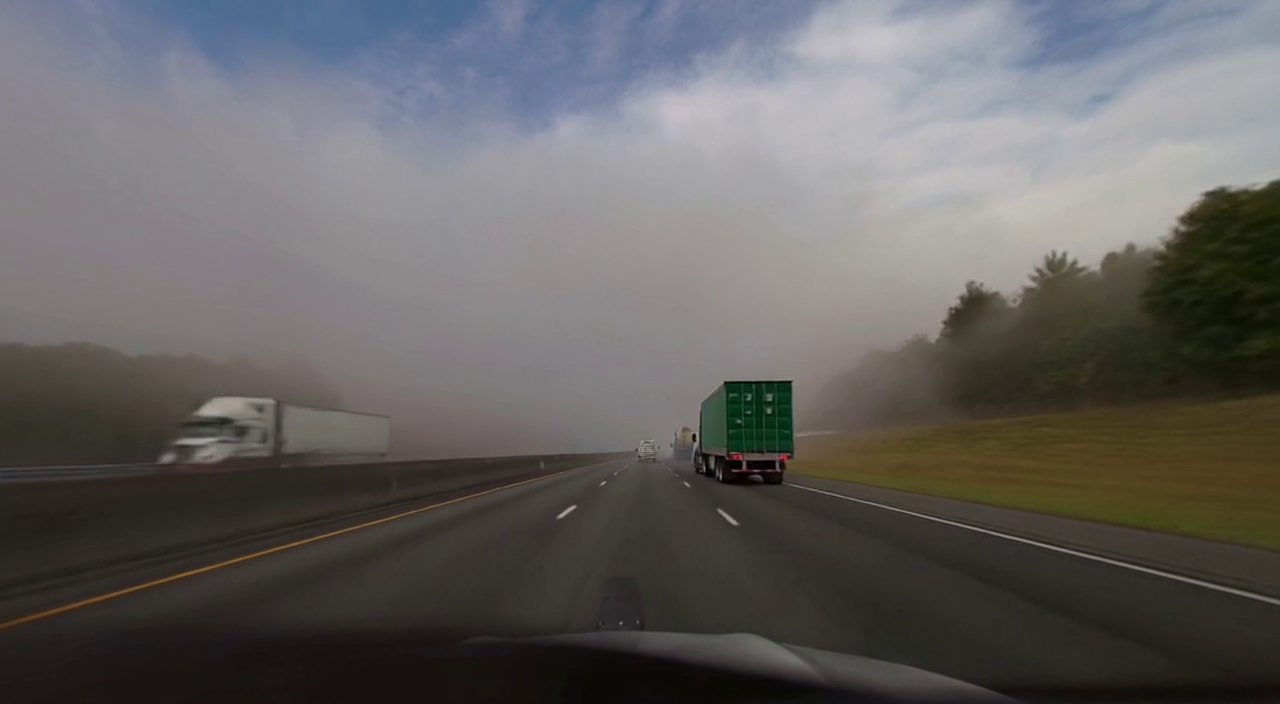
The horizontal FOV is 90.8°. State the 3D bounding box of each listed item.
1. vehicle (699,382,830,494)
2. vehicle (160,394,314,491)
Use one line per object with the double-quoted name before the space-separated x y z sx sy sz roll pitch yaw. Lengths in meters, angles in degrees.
"vehicle" 4.210 3.286 23.732 2.960 3.381 8.914 0 -9 -1
"vehicle" -18.317 4.221 29.274 2.960 4.006 5.958 0 -9 0
